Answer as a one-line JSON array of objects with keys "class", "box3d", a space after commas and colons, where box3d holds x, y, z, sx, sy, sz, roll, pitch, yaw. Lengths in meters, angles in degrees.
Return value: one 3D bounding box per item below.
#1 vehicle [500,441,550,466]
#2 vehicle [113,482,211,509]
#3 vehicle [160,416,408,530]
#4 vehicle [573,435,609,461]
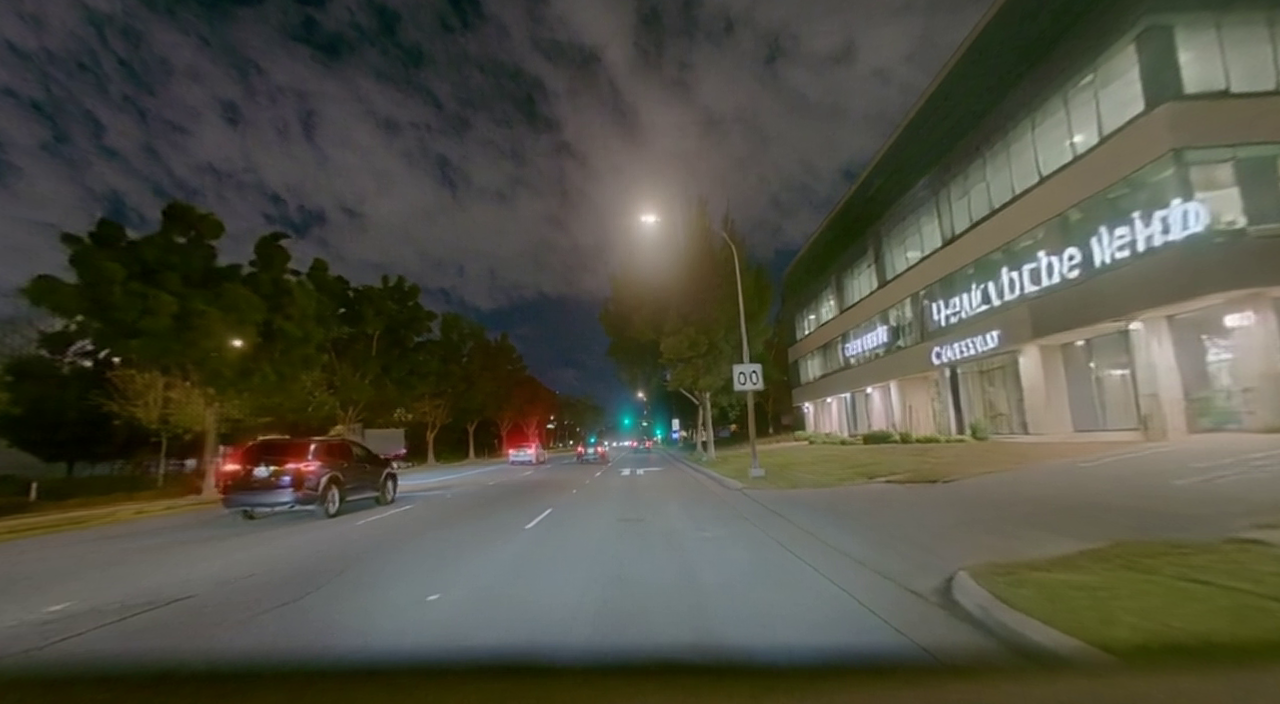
[{"class": "vehicle", "box3d": [-6.844, 6.096, 37.943, 2.072, 1.427, 4.328, 0, -8, 1]}, {"class": "vehicle", "box3d": [-18.352, 5.521, 24.383, 0.944, 0.724, 3.568, 1, -9, 2]}, {"class": "vehicle", "box3d": [-6.730, 2.342, 12.779, 2.137, 1.835, 4.844, 0, -8, 0]}, {"class": "vehicle", "box3d": [-3.220, 6.429, 42.249, 2.100, 1.661, 3.837, 0, -8, 1]}]
